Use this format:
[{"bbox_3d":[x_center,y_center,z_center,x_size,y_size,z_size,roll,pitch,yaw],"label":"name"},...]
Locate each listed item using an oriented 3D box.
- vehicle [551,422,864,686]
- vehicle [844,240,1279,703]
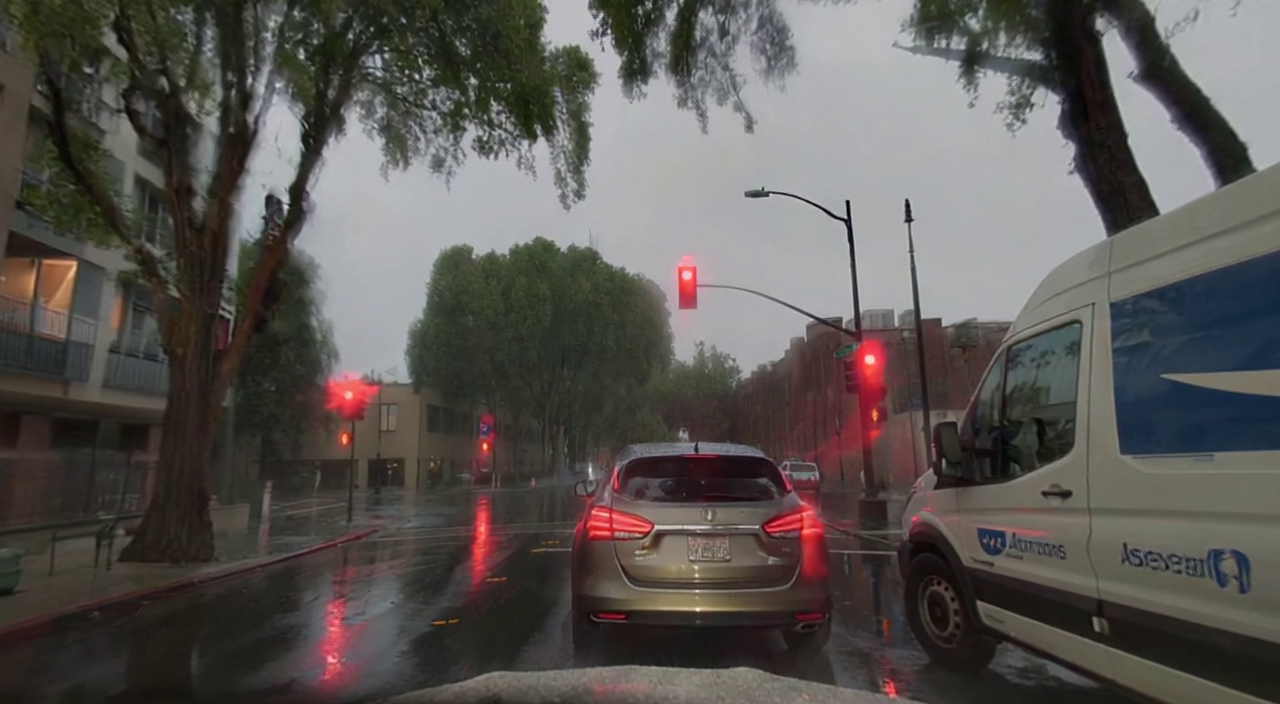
[{"bbox_3d":[0.384,1.613,5.860,1.961,1.629,3.610,1,-11,-2],"label":"vehicle"},{"bbox_3d":[2.852,0.883,2.873,2.054,1.965,5.248,1,-11,0],"label":"vehicle"}]
